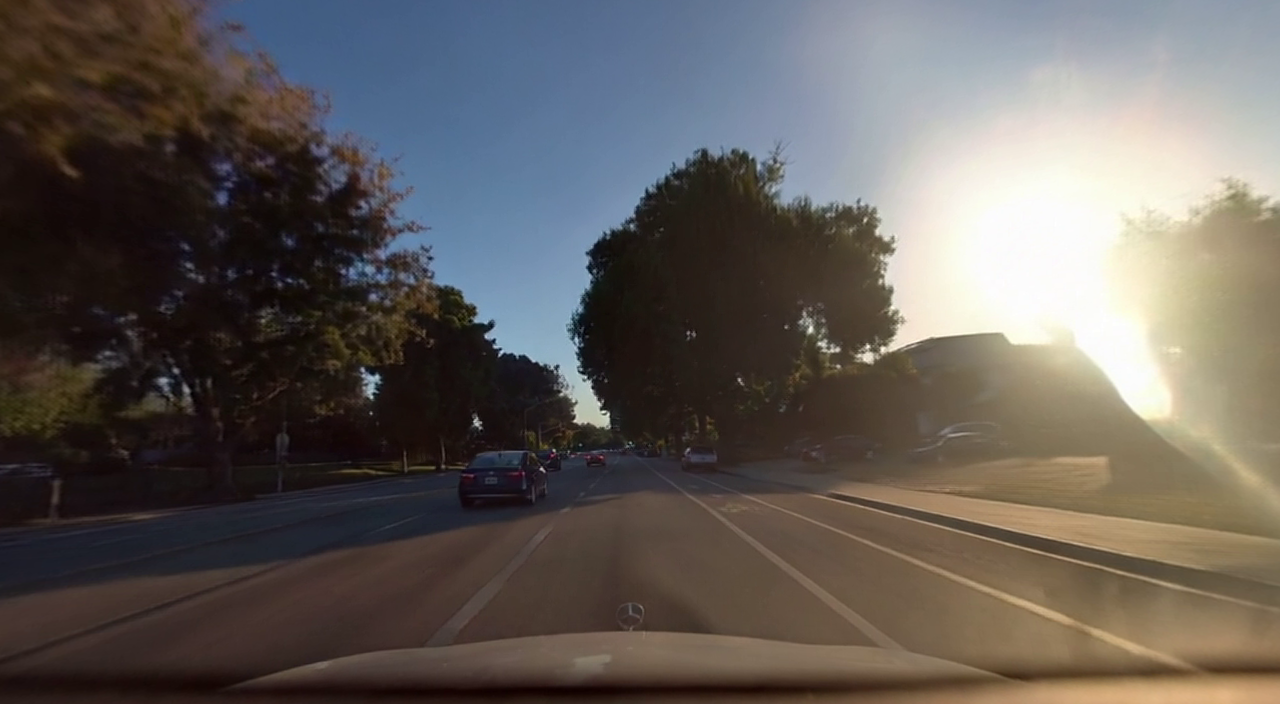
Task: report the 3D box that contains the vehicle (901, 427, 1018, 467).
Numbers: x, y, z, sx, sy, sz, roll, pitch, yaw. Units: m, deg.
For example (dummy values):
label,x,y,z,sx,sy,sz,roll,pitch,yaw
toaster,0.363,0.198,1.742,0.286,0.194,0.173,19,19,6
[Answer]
label,x,y,z,sx,sy,sz,roll,pitch,yaw
vehicle,14.043,4.193,27.890,3.965,1.543,2.021,-2,-8,-1

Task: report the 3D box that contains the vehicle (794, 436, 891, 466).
label,x,y,z,sx,sy,sz,roll,pitch,yaw
vehicle,11.356,5.567,35.588,4.766,1.585,2.020,0,-8,-4

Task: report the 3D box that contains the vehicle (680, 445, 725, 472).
label,x,y,z,sx,sy,sz,roll,pitch,yaw
vehicle,3.904,6.742,40.180,2.107,1.620,4.793,0,-8,-3

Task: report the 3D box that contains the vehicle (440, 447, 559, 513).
label,x,y,z,sx,sy,sz,roll,pitch,yaw
vehicle,-3.468,3.232,16.474,2.099,1.470,4.302,0,-8,0
